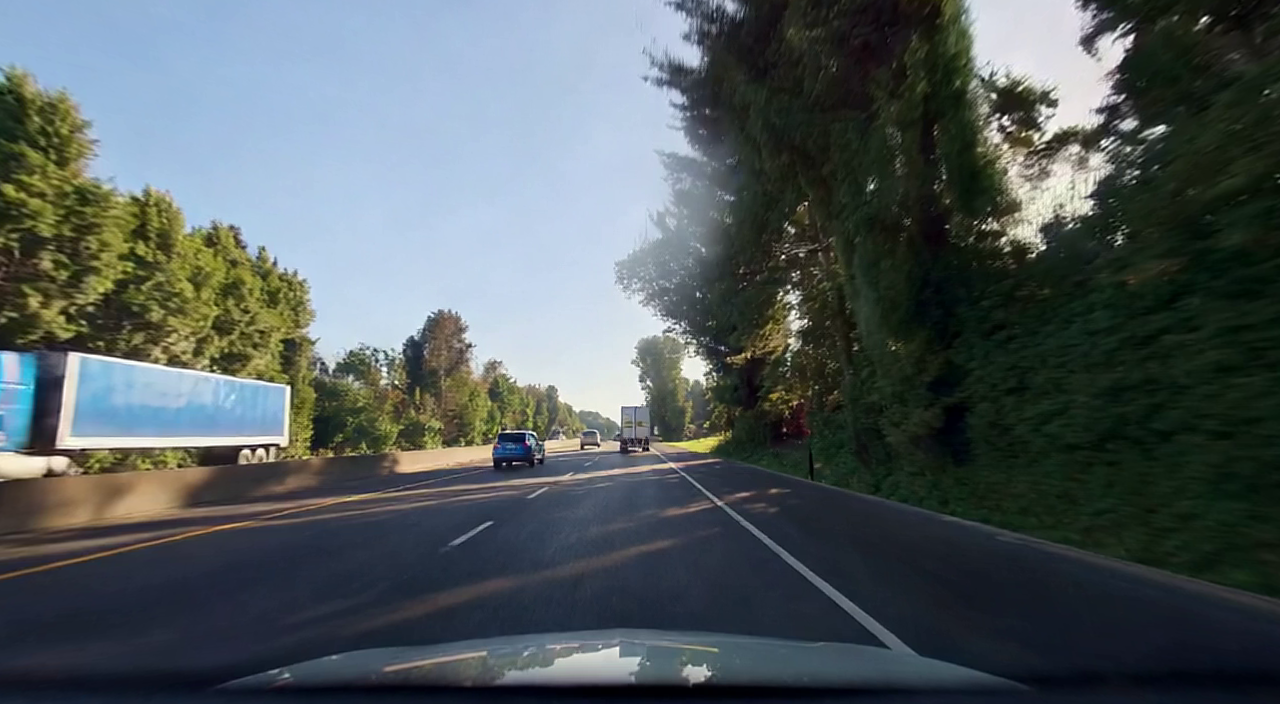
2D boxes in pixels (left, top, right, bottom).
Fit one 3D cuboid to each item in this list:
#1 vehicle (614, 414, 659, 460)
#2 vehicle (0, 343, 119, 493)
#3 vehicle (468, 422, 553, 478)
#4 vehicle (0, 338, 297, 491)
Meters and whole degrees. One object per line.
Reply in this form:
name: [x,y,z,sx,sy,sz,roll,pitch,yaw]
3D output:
vehicle: [-0.260,5.073,37.739,2.526,2.531,5.026,0,-8,-1]
vehicle: [-17.636,1.706,16.179,3.010,3.760,6.302,0,-8,-1]
vehicle: [-4.372,3.376,22.012,2.049,1.726,4.291,0,-8,0]
vehicle: [-17.743,2.506,22.871,2.868,3.862,14.031,0,-8,-1]
